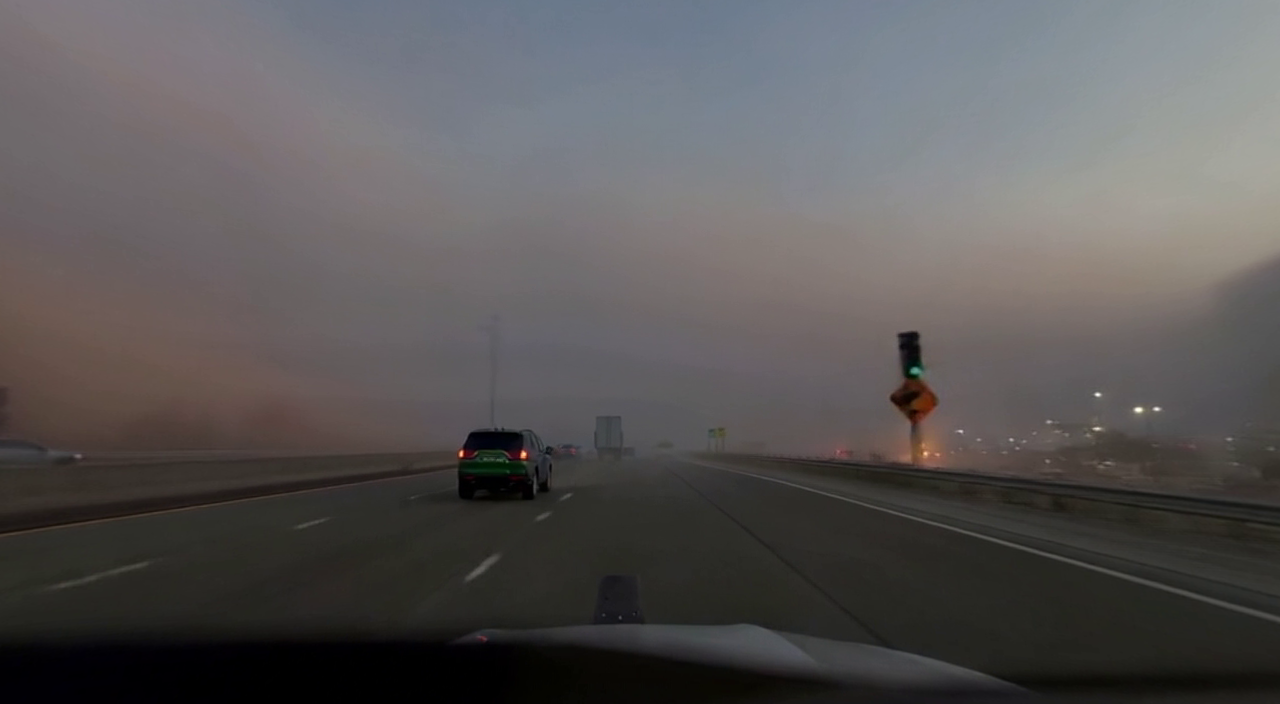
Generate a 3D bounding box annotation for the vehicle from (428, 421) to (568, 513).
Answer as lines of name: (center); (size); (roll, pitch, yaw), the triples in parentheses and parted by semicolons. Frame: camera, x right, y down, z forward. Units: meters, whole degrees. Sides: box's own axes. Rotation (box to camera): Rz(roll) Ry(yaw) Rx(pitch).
vehicle: (-3.009, 2.558, 14.419); (2.111, 1.742, 4.315); (1, -9, 1)
